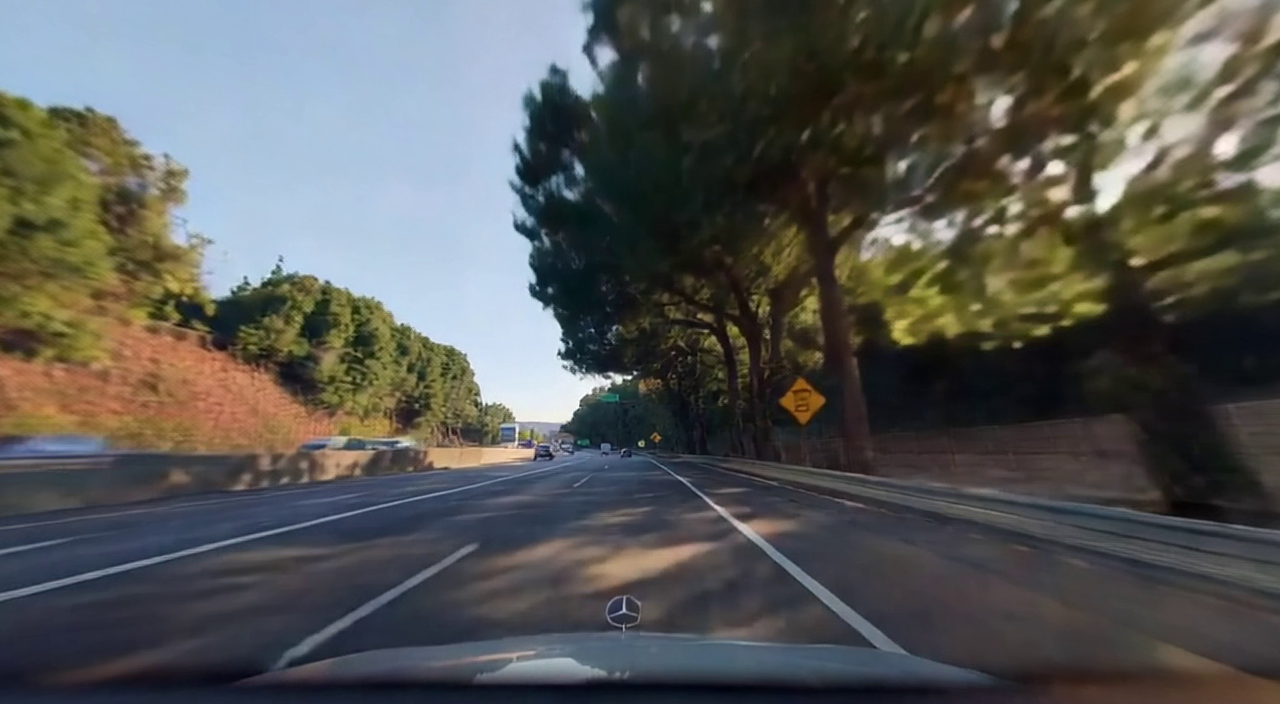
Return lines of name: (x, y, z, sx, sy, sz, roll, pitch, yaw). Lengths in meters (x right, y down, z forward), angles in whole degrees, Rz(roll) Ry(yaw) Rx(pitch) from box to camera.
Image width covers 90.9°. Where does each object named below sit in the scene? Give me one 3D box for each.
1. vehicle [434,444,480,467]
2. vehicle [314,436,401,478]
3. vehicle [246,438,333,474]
vehicle: (-12.529, 7.105, 43.309, 1.887, 1.507, 4.030, 0, -9, 1)
vehicle: (-12.424, 4.648, 28.016, 1.869, 1.684, 4.115, 0, -9, 1)
vehicle: (-17.921, 5.349, 32.492, 2.011, 1.738, 4.256, 0, -9, 0)
